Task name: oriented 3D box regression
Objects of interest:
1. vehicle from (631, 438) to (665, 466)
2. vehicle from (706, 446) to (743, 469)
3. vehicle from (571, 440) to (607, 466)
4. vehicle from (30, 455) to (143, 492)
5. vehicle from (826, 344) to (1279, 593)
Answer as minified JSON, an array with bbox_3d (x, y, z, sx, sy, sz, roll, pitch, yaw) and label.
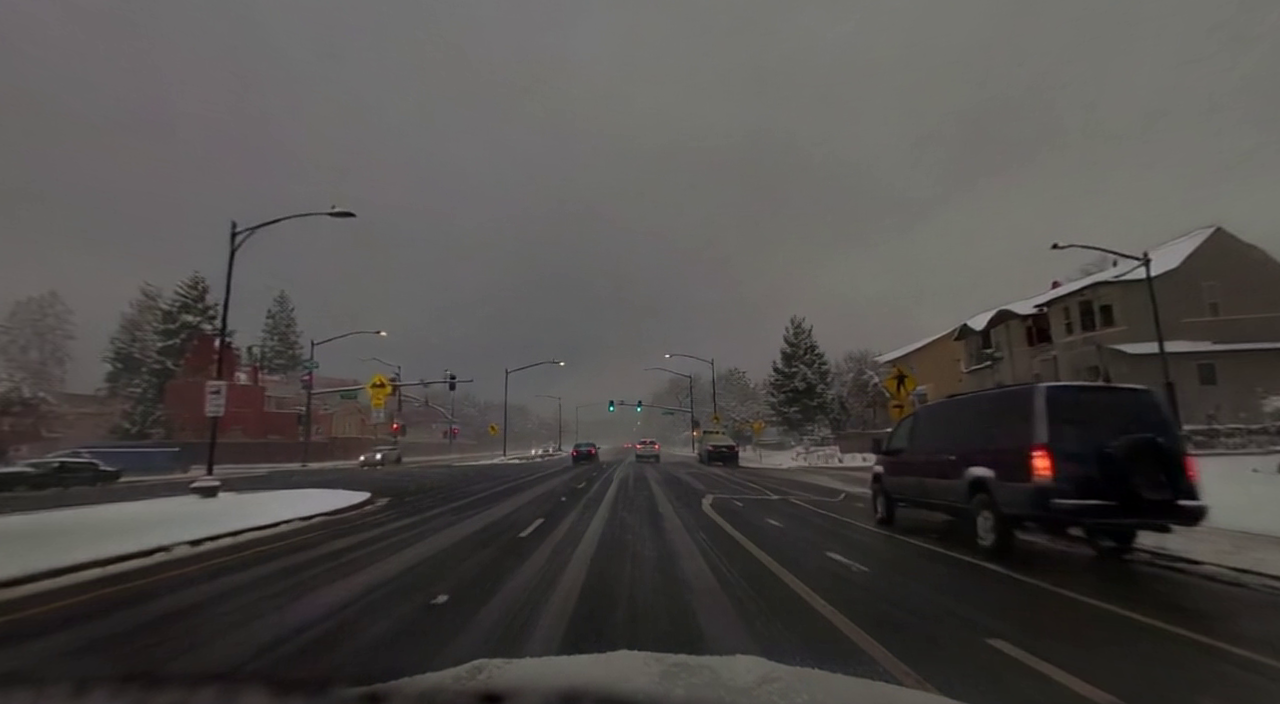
[{"bbox_3d":[0.522,7.189,45.489,2.273,1.851,5.075,0,-9,-1],"label":"vehicle"},{"bbox_3d":[5.686,7.144,42.973,1.836,1.442,4.247,0,-9,-1],"label":"vehicle"},{"bbox_3d":[-3.668,7.317,45.912,2.233,1.775,4.491,0,-9,0],"label":"vehicle"},{"bbox_3d":[-25.878,5.663,29.746,1.796,1.511,3.879,0,-9,0],"label":"vehicle"},{"bbox_3d":[5.512,1.653,9.910,2.763,2.329,7.864,0,-8,0],"label":"vehicle"}]
